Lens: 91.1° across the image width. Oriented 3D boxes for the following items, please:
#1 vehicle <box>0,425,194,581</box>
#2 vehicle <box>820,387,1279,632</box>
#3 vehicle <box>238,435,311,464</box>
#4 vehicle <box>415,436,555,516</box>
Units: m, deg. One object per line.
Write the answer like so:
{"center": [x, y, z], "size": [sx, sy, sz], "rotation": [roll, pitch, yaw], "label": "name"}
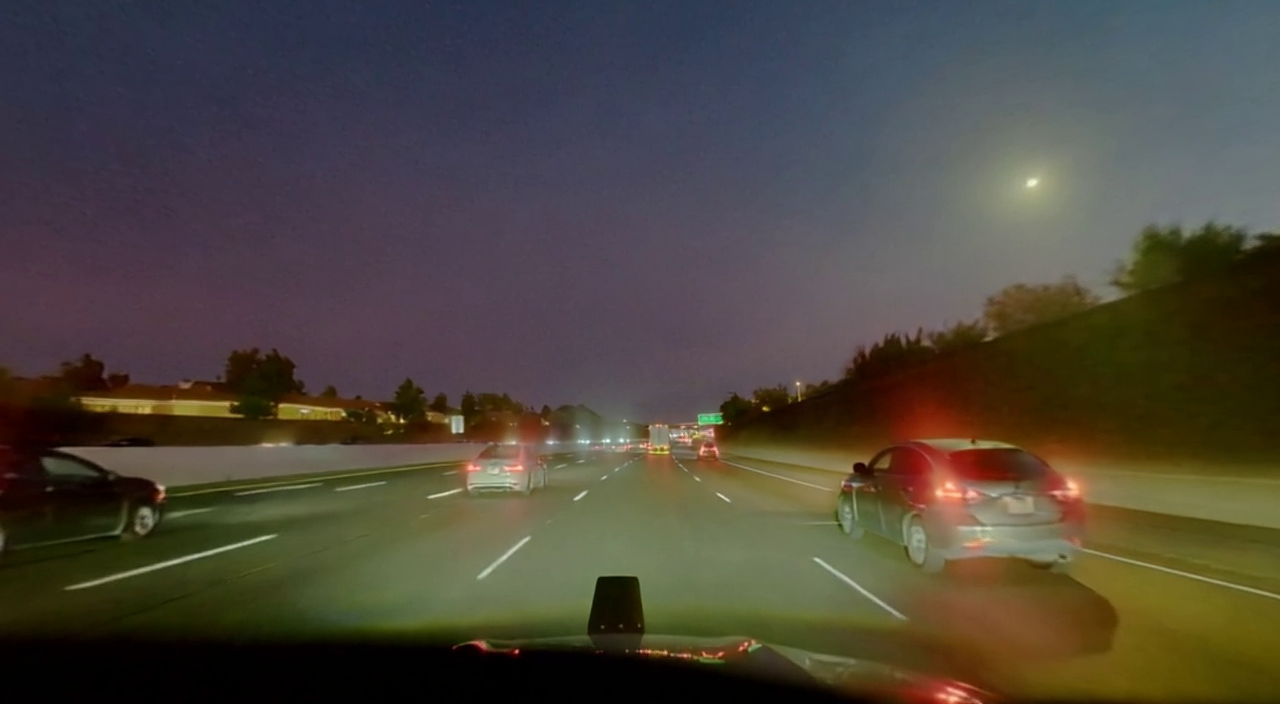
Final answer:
{"center": [-7.098, 1.511, 6.455], "size": [1.909, 1.482, 4.140], "rotation": [0, -8, 1], "label": "vehicle"}
{"center": [3.704, 1.446, 6.811], "size": [2.108, 1.709, 4.703], "rotation": [0, -8, 0], "label": "vehicle"}
{"center": [-20.453, 5.480, 35.298], "size": [1.718, 1.525, 3.736], "rotation": [-1, -8, 3], "label": "vehicle"}
{"center": [-3.207, 2.639, 13.928], "size": [1.947, 1.479, 4.114], "rotation": [0, -8, 2], "label": "vehicle"}
